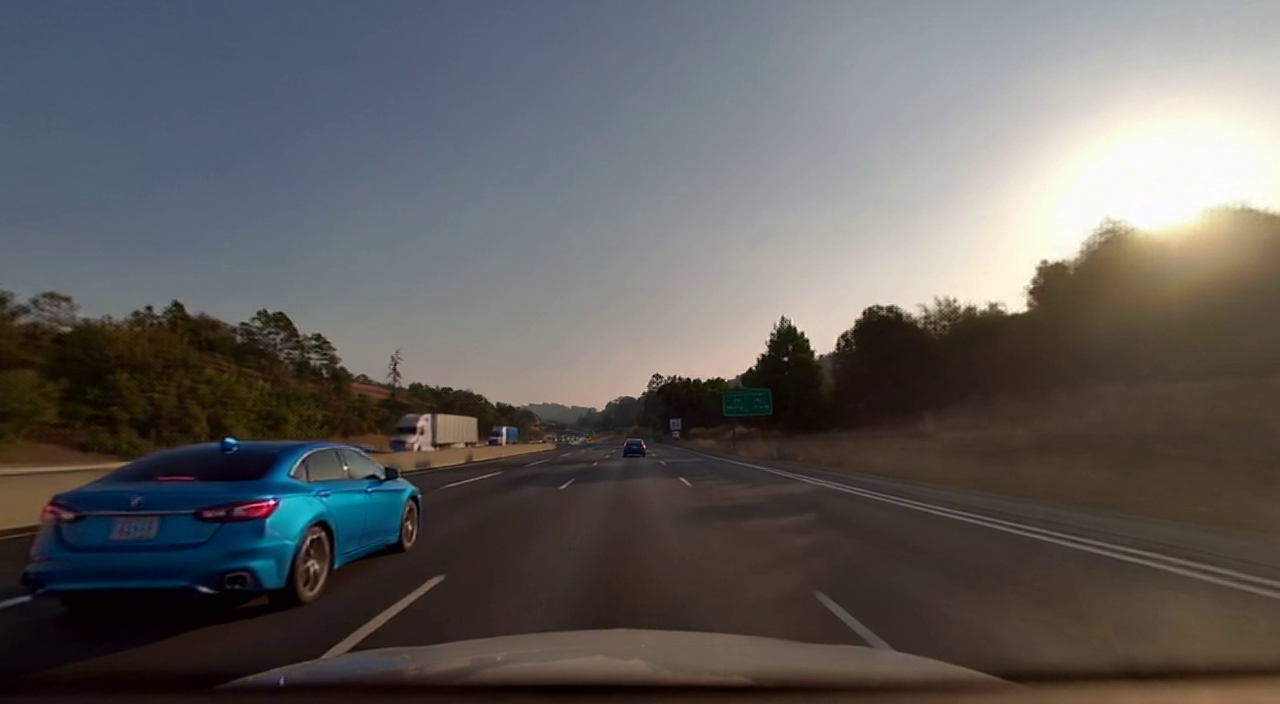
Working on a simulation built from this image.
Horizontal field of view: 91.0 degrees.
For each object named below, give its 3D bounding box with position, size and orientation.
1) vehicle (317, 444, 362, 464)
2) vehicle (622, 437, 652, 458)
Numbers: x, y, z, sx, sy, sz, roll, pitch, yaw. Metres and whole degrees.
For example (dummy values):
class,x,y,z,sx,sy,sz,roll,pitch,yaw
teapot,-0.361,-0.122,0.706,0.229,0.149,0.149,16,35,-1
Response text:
class,x,y,z,sx,sy,sz,roll,pitch,yaw
vehicle,-23.075,7.807,48.482,1.735,1.426,3.633,0,-8,-1
vehicle,-0.236,6.838,45.143,2.028,1.440,3.690,0,-8,-2
